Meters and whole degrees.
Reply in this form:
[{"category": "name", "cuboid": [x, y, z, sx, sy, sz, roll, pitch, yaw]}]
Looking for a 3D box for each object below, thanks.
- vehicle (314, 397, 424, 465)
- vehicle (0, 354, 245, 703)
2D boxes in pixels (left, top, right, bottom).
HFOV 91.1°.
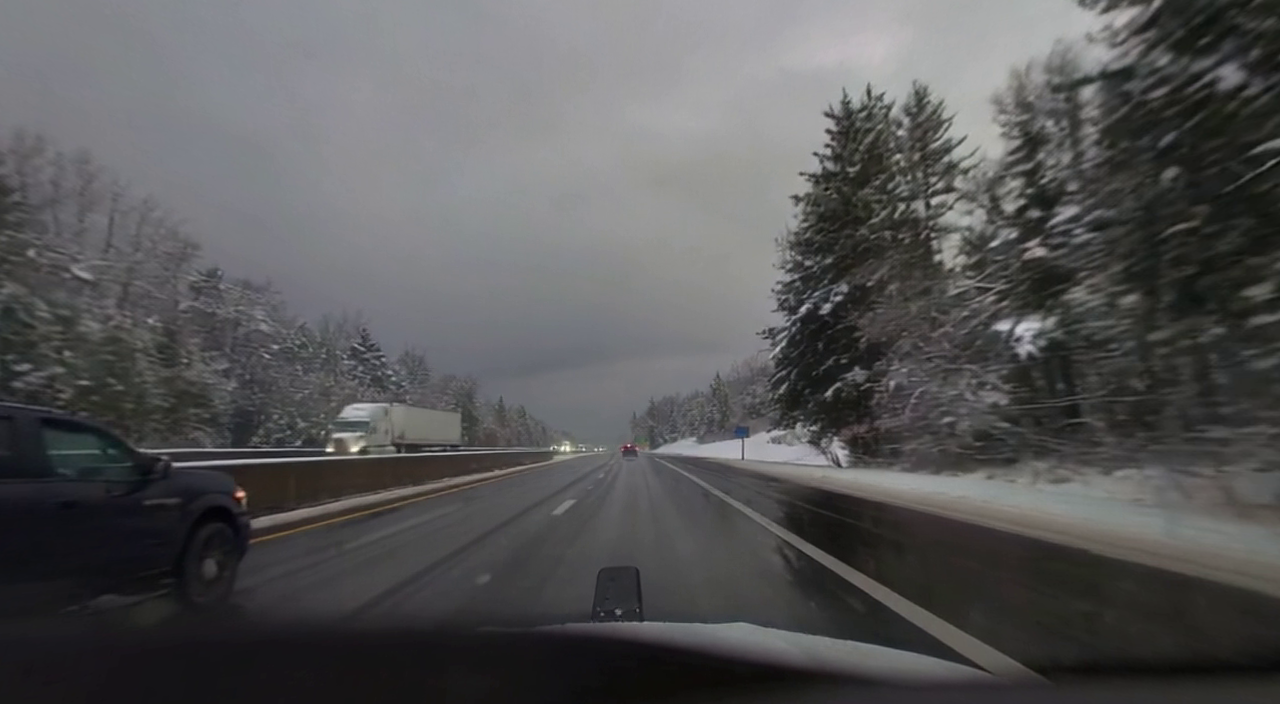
[{"category": "vehicle", "cuboid": [-17.652, 5.413, 42.044, 3.032, 3.990, 10.140, 0, -9, -1]}, {"category": "vehicle", "cuboid": [-3.995, 0.807, 2.371, 2.111, 1.717, 4.426, 0, -9, 0]}]
